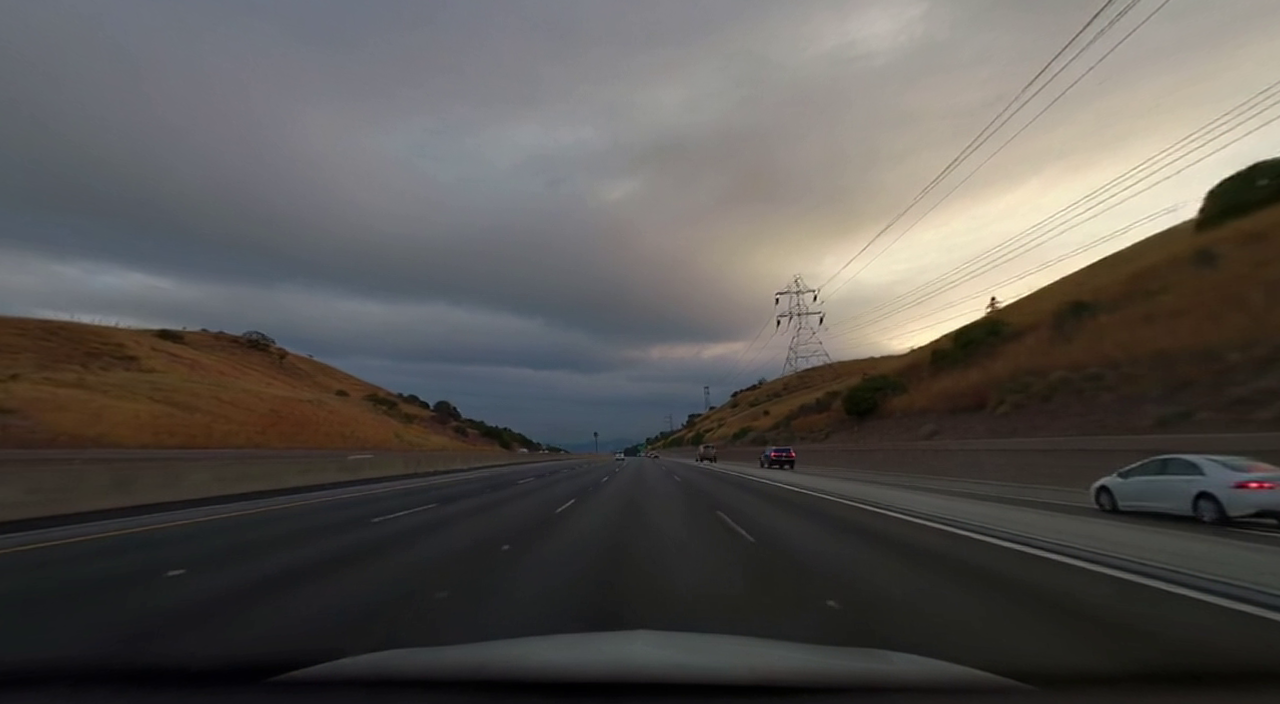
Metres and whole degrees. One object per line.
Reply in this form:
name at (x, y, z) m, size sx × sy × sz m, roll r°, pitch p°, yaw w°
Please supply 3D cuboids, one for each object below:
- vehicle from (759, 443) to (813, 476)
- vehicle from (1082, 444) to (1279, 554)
vehicle at (8.741, 6.476, 38.153) m, size 2.108 × 1.870 × 4.435 m, roll 0°, pitch -9°, yaw -1°
vehicle at (9.665, 2.289, 10.424) m, size 1.884 × 1.486 × 3.770 m, roll 0°, pitch -9°, yaw -1°
